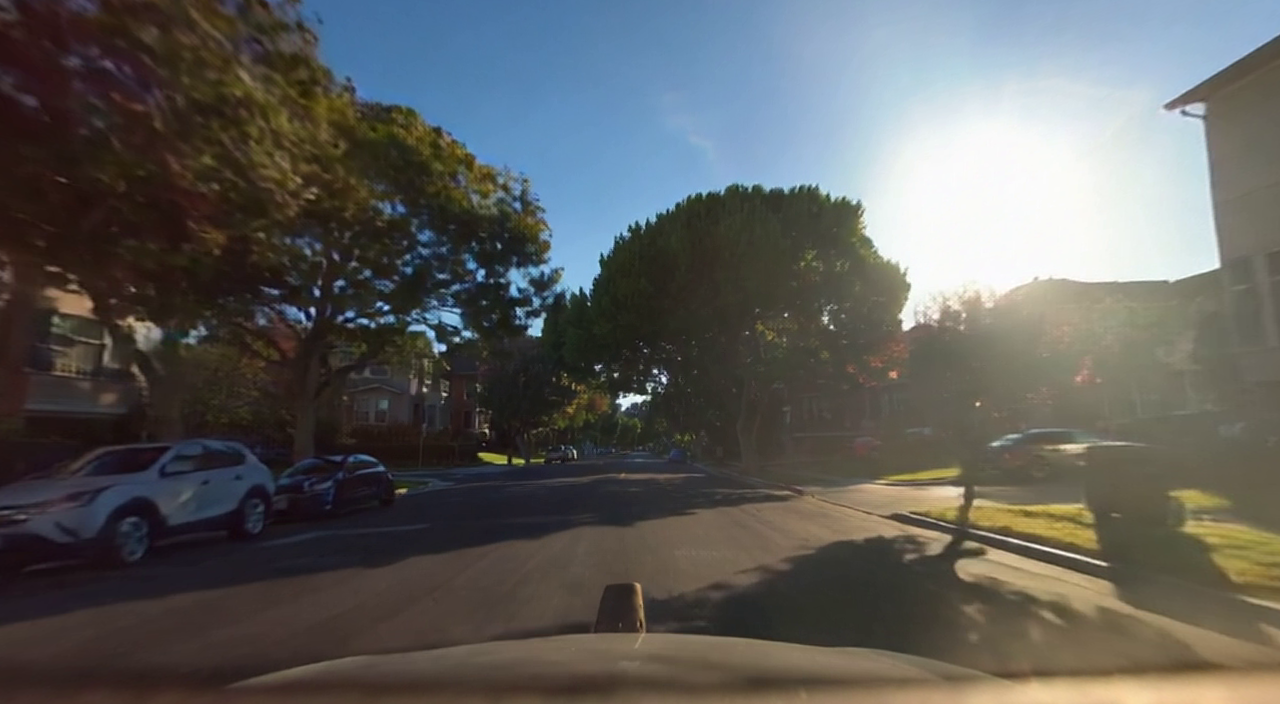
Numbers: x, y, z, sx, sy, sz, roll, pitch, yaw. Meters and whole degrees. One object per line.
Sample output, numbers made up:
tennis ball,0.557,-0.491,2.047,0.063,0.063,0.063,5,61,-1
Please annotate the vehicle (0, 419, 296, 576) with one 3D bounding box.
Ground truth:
vehicle,-7.446,2.066,9.455,2.136,1.758,4.297,-2,-10,-1

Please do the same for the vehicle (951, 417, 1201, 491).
vehicle,10.850,2.575,16.013,4.726,1.731,2.075,0,-9,3

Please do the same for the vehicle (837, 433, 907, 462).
vehicle,13.151,5.488,36.074,2.068,1.522,4.810,0,-9,-2

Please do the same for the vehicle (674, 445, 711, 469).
vehicle,3.417,6.915,41.735,1.956,1.468,4.698,0,-9,-2

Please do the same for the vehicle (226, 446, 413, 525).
vehicle,-7.208,3.016,14.863,1.912,1.466,4.754,-2,-9,1
